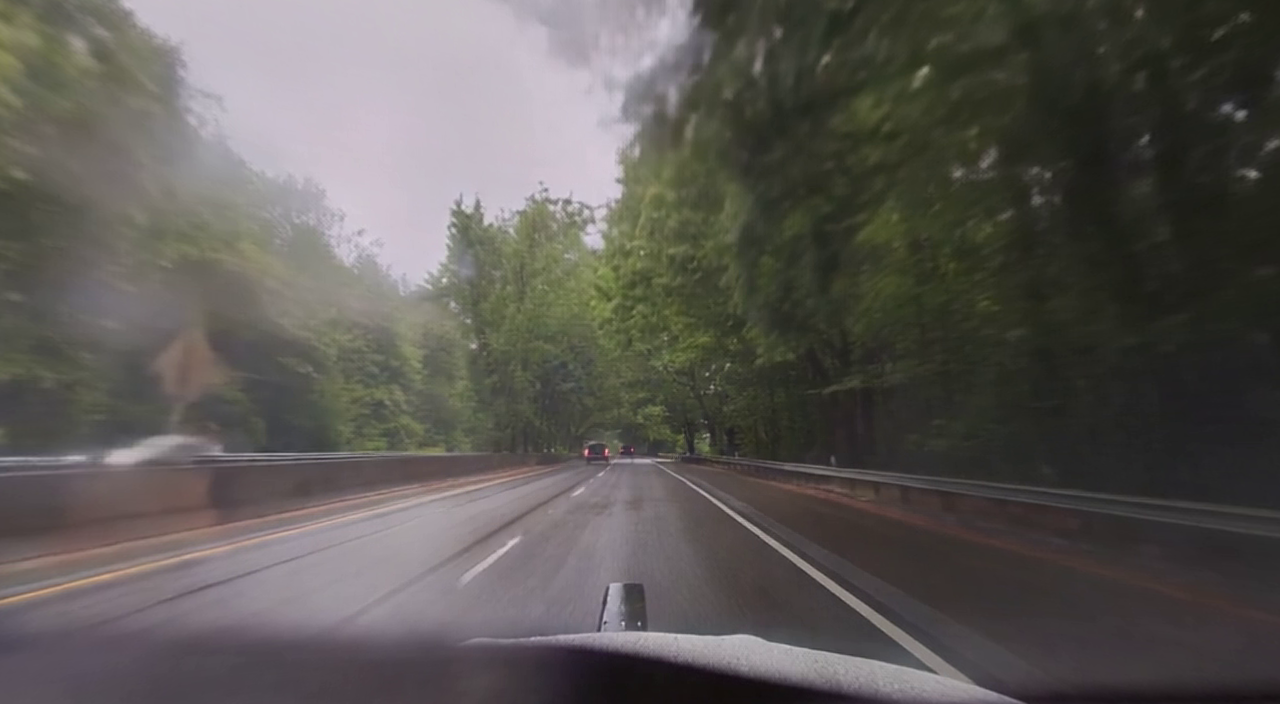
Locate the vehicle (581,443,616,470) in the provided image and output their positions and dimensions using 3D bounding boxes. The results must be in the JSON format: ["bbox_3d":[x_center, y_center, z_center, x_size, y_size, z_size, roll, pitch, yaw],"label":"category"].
[{"bbox_3d":[-2.865,7.373,44.458,2.135,1.755,4.476,0,-9,0],"label":"vehicle"}]

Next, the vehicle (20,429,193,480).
[{"bbox_3d":[-16.578,3.236,19.902,1.930,1.422,3.999,0,-9,0],"label":"vehicle"}]
